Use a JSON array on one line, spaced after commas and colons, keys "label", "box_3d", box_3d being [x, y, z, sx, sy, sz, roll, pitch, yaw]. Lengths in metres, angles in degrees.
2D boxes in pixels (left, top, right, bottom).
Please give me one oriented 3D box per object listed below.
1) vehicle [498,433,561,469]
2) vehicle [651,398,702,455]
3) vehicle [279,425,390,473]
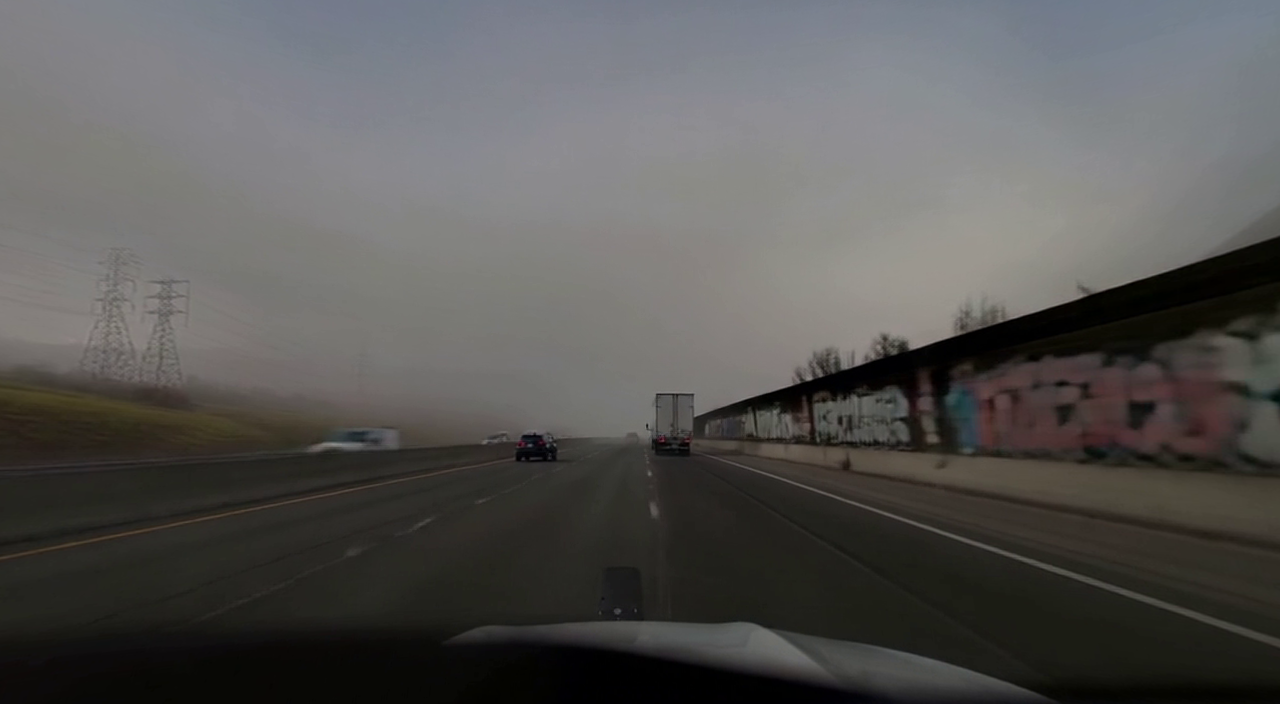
[{"label": "vehicle", "box_3d": [-4.827, 4.392, 28.138, 1.965, 1.486, 4.448, 0, -8, 1]}, {"label": "vehicle", "box_3d": [2.539, 5.823, 48.187, 3.060, 3.842, 11.095, 0, -8, -1]}, {"label": "vehicle", "box_3d": [-12.417, 3.969, 26.064, 2.136, 1.767, 4.755, 0, -8, 1]}]
